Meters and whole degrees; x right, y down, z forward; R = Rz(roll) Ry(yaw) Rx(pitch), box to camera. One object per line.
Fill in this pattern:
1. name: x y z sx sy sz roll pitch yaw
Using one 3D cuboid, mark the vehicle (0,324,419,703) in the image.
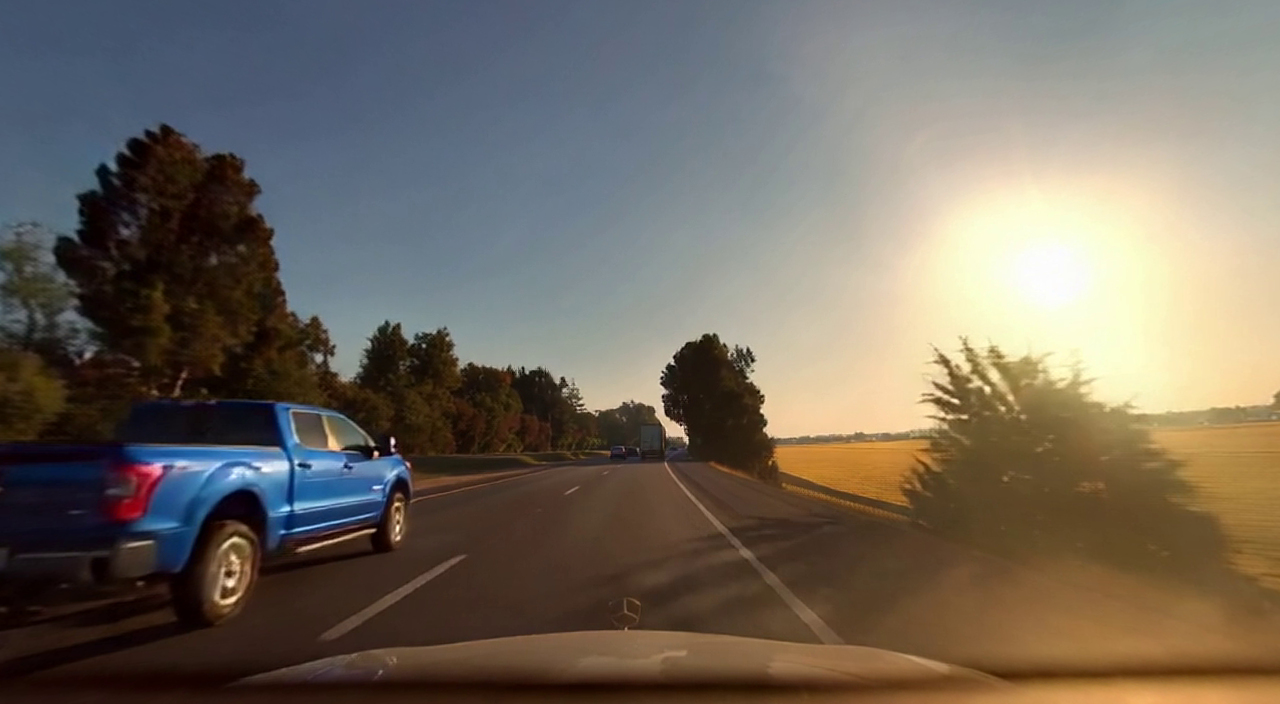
1. vehicle: -4.026 1.132 5.512 2.295 1.815 4.983 0 -9 1
